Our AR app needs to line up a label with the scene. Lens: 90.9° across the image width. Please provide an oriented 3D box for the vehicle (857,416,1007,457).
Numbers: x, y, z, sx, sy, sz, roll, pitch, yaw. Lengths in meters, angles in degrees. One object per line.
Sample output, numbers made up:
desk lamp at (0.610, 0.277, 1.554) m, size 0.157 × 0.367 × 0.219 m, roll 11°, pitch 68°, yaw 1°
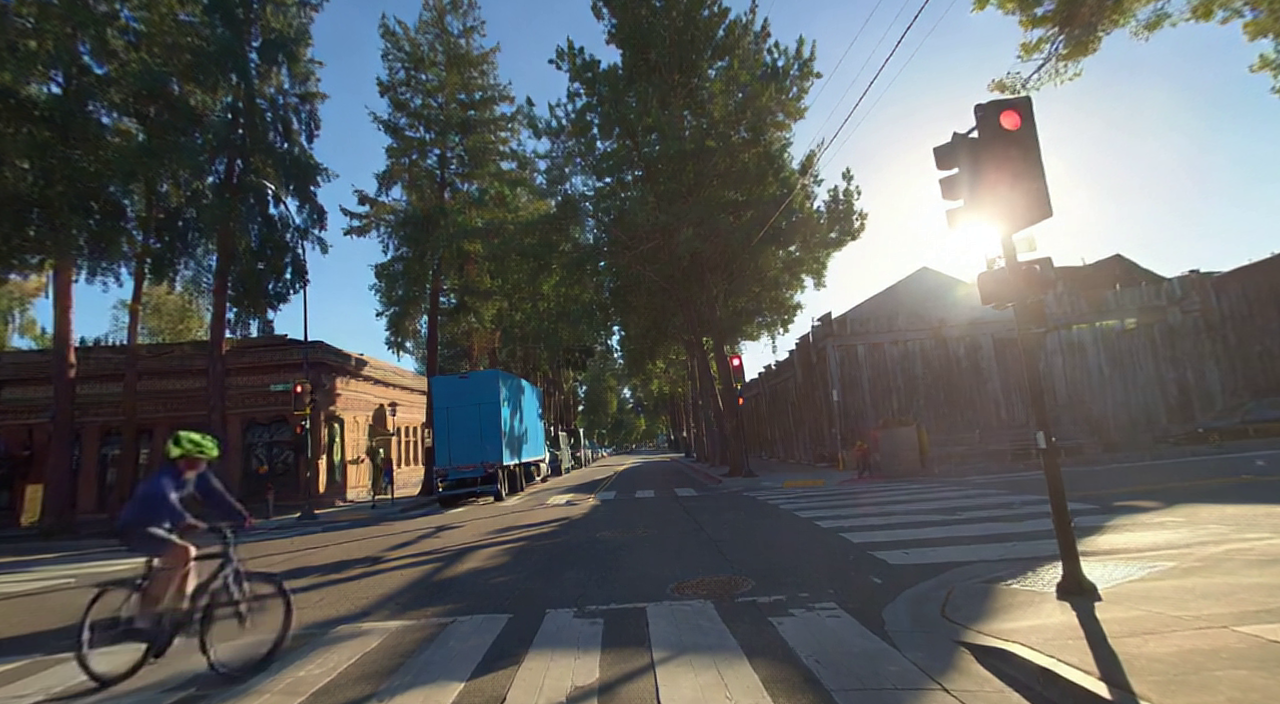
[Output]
vehicle at (10.701, 3.141, 23.419) m, size 4.643 × 1.456 × 1.820 m, roll -1°, pitch -8°, yaw 5°

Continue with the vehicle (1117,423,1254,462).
vehicle at (24.972, 4.158, 29.001) m, size 4.268 × 1.695 × 2.053 m, roll 0°, pitch -8°, yaw 3°

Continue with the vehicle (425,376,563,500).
vehicle at (-5.775, 3.729, 27.180) m, size 3.113 × 4.041 × 10.284 m, roll -5°, pitch -8°, yaw 0°
